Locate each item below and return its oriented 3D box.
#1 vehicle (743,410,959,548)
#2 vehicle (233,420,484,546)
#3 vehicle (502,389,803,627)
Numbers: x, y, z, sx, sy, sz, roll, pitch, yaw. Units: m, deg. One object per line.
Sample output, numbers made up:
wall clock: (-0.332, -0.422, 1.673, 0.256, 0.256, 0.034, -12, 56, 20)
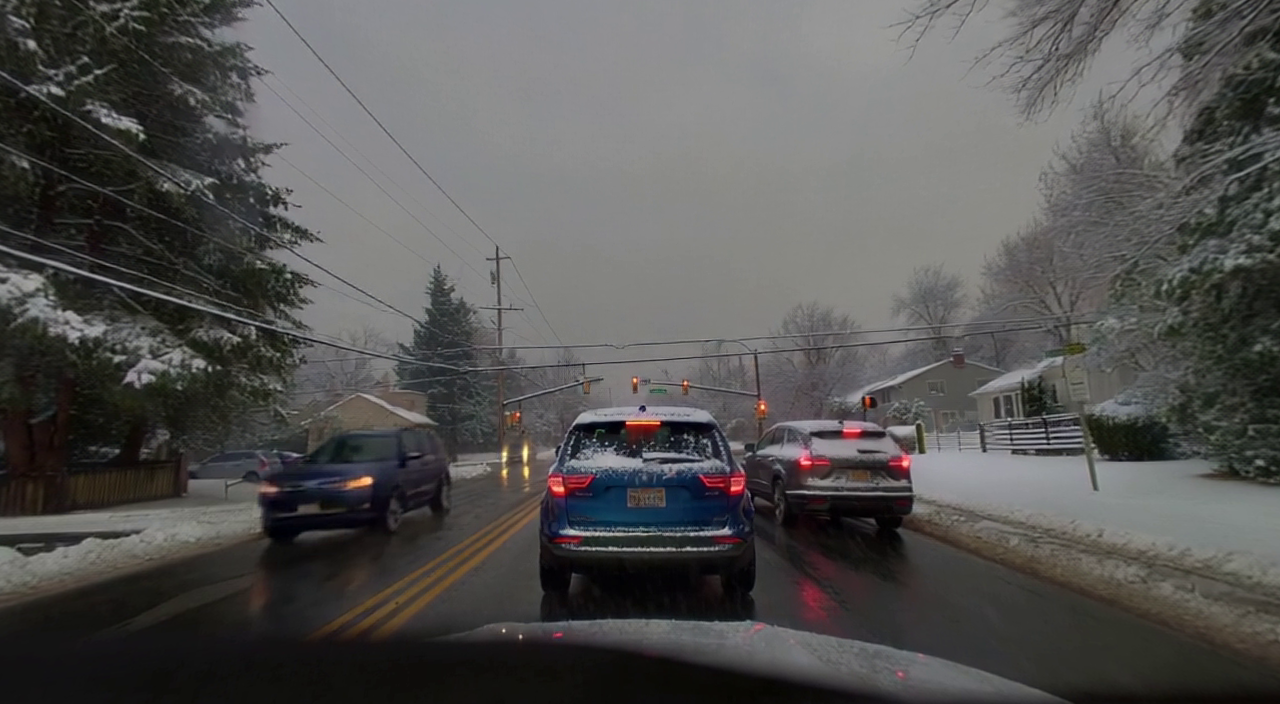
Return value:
vehicle: (3.083, 1.953, 10.343, 1.967, 1.756, 4.281, 0, -8, -1)
vehicle: (-4.439, 2.142, 11.003, 2.292, 1.711, 4.541, 0, -8, 0)
vehicle: (0.061, 1.423, 6.660, 2.151, 1.695, 4.100, 0, -8, -1)
